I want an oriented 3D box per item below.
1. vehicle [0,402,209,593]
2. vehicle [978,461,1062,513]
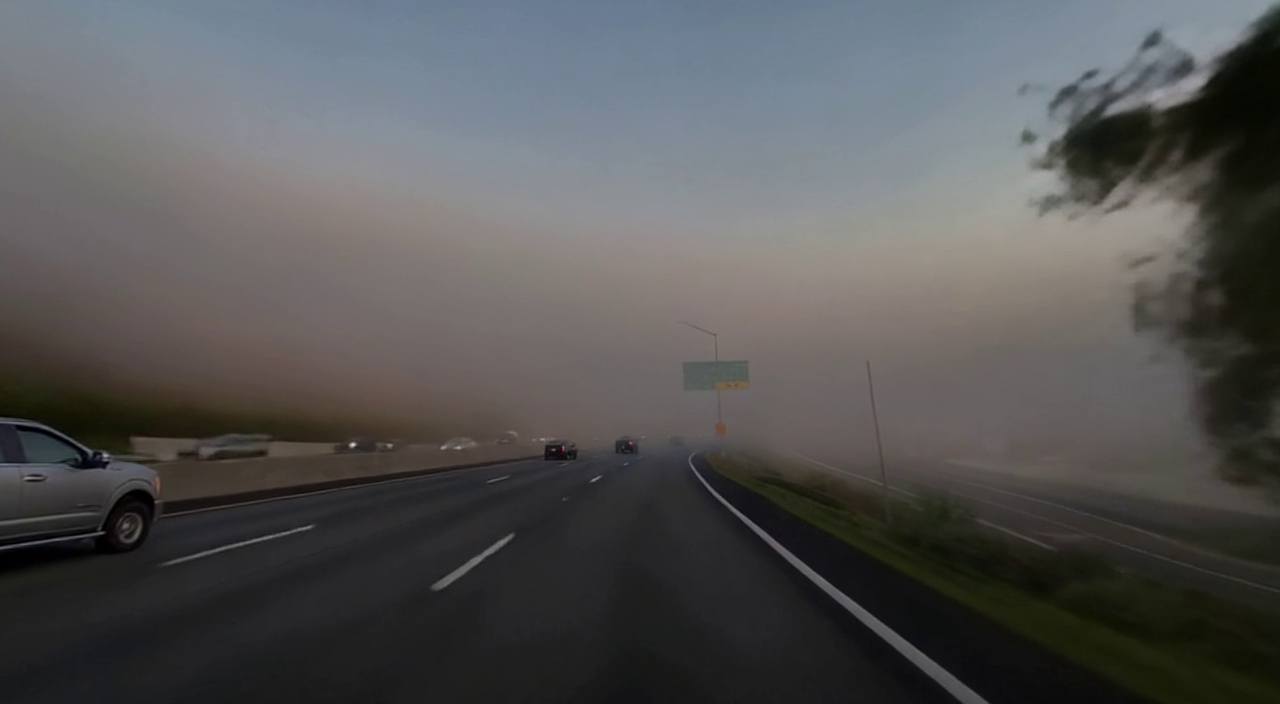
[{"bbox_3d":[-6.473,1.275,5.545,1.923,1.630,4.857,0,-8,0],"label":"vehicle"},{"bbox_3d":[28.928,10.231,48.407,2.749,3.380,6.690,-1,-8,6],"label":"vehicle"}]
